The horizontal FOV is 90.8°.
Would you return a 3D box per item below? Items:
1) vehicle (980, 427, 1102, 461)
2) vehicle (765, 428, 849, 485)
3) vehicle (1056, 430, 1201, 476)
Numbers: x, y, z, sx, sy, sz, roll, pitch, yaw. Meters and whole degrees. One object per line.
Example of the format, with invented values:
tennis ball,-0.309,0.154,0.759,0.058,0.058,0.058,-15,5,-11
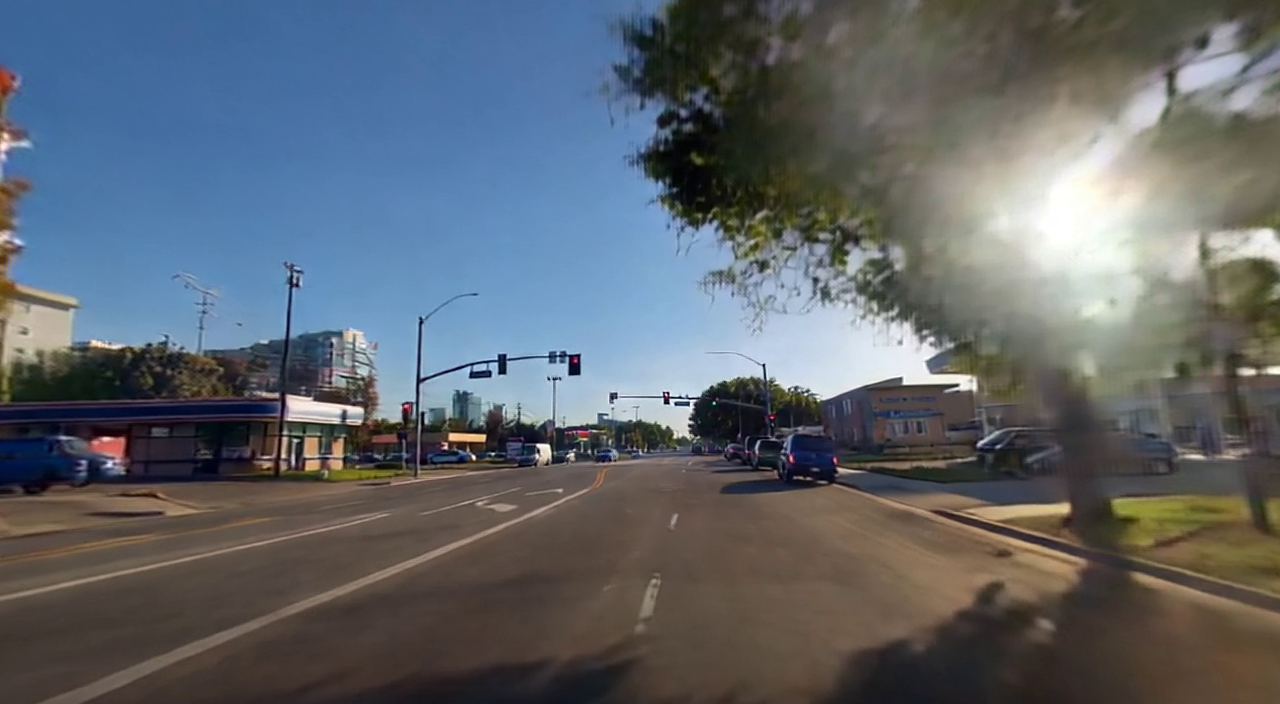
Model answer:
vehicle,19.264,4.476,30.540,4.421,1.548,2.061,-1,-9,7
vehicle,6.100,3.886,23.707,2.194,1.896,5.049,-1,-9,5
vehicle,16.737,3.494,22.009,1.919,1.411,4.440,-1,-9,7
